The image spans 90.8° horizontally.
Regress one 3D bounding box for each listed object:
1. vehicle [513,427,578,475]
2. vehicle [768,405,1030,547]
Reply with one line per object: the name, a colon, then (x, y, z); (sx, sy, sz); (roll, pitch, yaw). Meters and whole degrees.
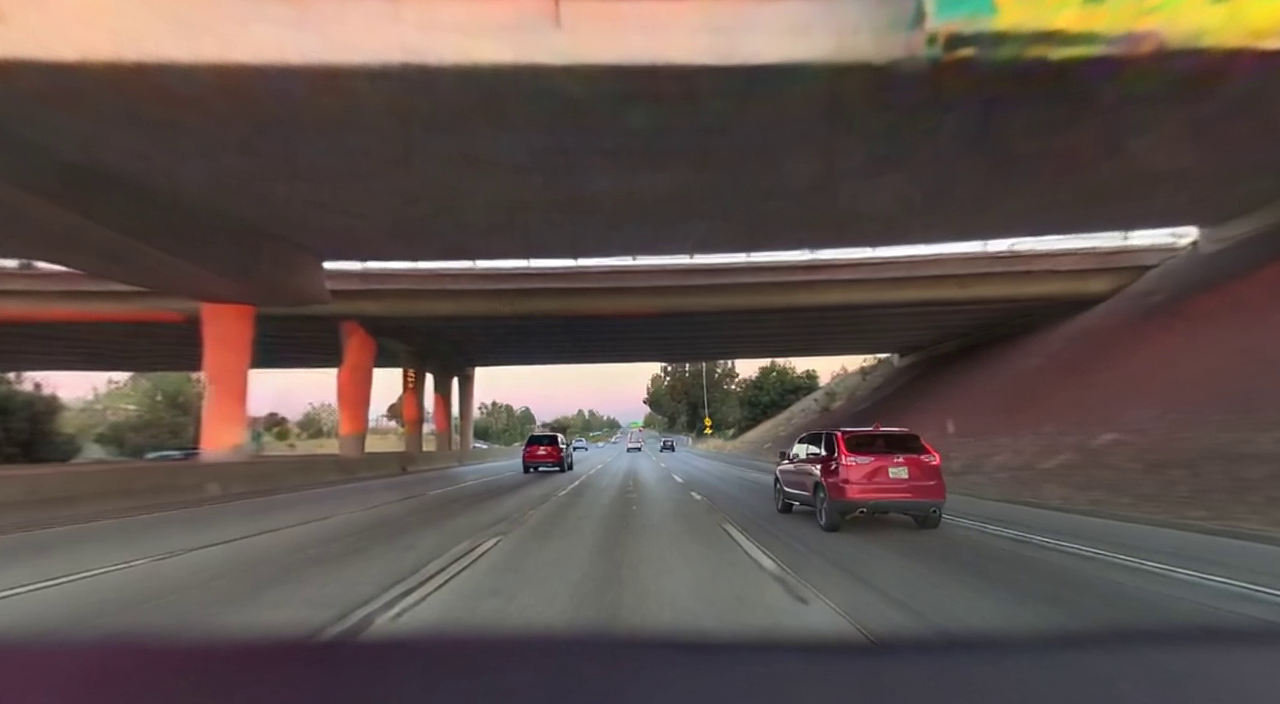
vehicle: (-3.934, 4.241, 27.094); (2.018, 1.872, 4.728); (0, -9, 0)
vehicle: (3.706, 1.891, 10.204); (2.185, 1.749, 4.477); (0, -9, -2)
